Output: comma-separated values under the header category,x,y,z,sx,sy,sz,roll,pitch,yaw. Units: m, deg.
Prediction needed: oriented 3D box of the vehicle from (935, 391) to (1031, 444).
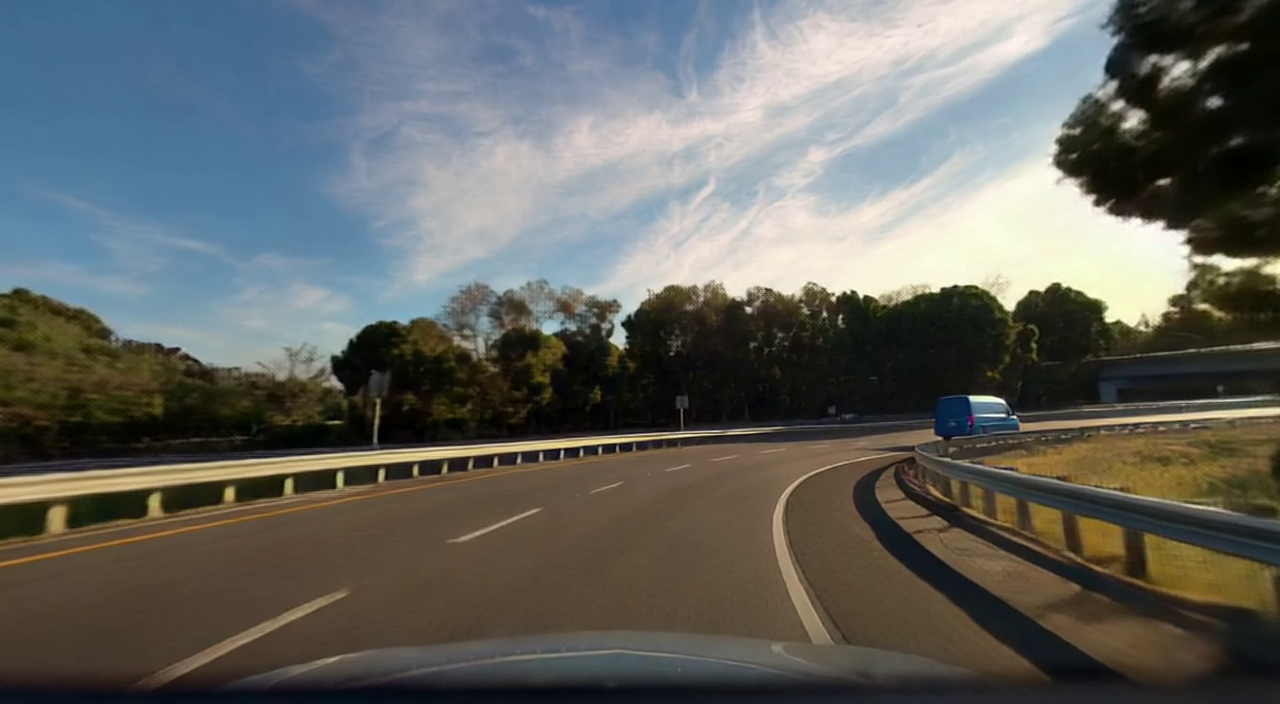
category,x,y,z,sx,sy,sz,roll,pitch,yaw
vehicle,18.078,3.475,33.117,5.330,2.577,2.352,5,-9,-37
